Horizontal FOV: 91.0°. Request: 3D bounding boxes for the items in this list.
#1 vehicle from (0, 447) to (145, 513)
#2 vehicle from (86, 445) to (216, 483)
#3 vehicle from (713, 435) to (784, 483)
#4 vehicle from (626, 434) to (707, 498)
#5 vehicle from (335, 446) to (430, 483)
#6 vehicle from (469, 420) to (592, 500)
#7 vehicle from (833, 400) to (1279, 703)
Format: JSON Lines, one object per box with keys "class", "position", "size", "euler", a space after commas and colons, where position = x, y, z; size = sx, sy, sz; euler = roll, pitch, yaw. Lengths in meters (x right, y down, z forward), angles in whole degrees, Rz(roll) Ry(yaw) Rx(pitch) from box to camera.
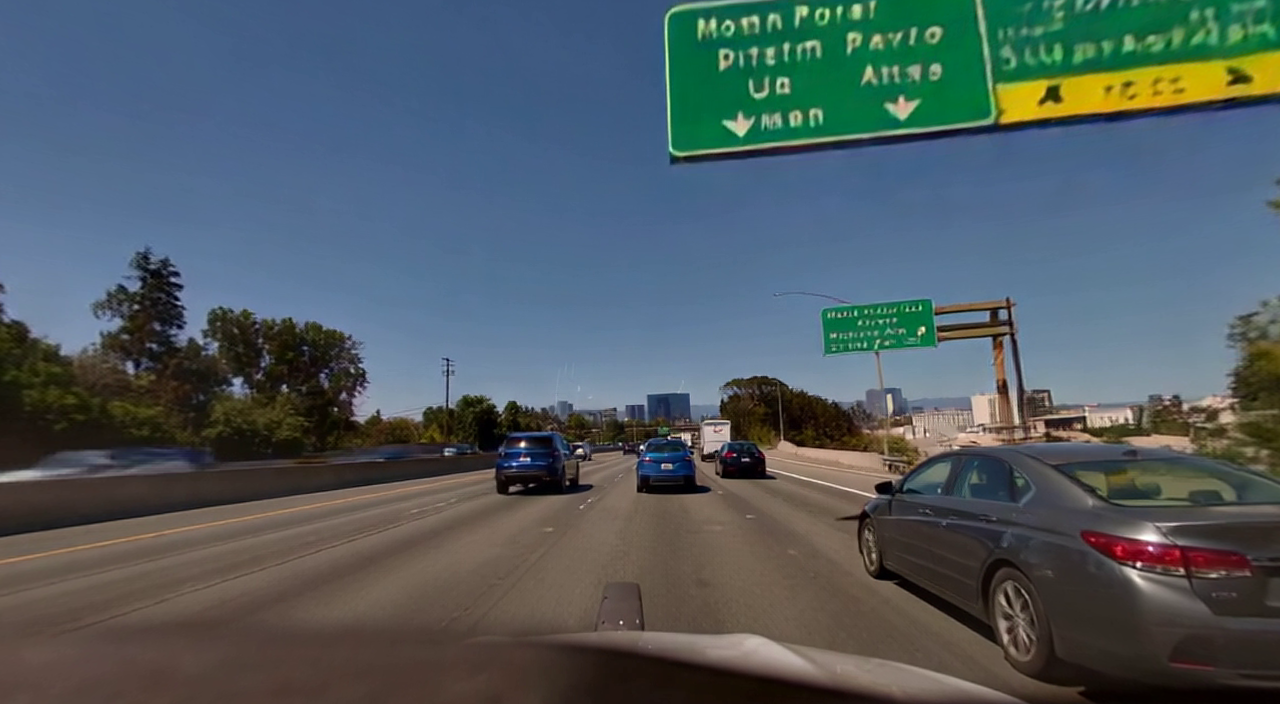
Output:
{"class": "vehicle", "position": [-15.613, 3.210, 16.169], "size": [1.881, 1.502, 4.680], "euler": [0, -9, 2]}
{"class": "vehicle", "position": [-22.191, 5.083, 28.882], "size": [1.919, 1.539, 4.735], "euler": [-1, -9, 3]}
{"class": "vehicle", "position": [4.060, 4.092, 24.319], "size": [2.076, 1.684, 4.241], "euler": [0, -9, 2]}
{"class": "vehicle", "position": [0.750, 3.247, 18.213], "size": [2.074, 1.614, 3.803], "euler": [0, -9, 2]}
{"class": "vehicle", "position": [-11.524, 5.076, 28.639], "size": [2.047, 1.519, 4.771], "euler": [0, -9, 3]}
{"class": "vehicle", "position": [-2.921, 3.083, 18.288], "size": [2.434, 1.965, 5.305], "euler": [0, -9, 2]}
{"class": "vehicle", "position": [3.083, 1.263, 4.459], "size": [2.009, 1.489, 4.559], "euler": [0, -9, 0]}
